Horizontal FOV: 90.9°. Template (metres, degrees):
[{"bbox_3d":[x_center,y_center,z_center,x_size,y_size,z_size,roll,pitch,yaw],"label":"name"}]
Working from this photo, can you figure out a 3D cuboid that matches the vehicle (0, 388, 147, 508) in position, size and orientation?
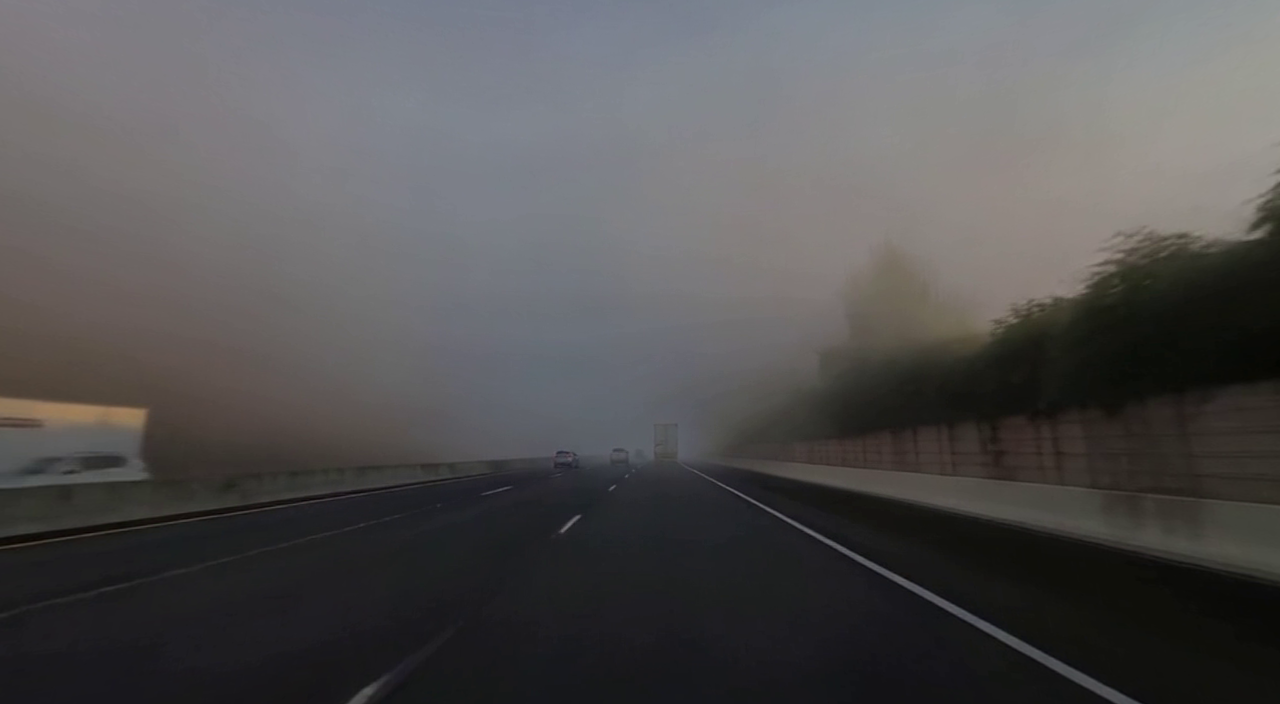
[{"bbox_3d":[-23.018,3.015,19.780,2.920,3.966,14.592,0,-9,2],"label":"vehicle"}]

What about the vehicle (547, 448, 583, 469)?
[{"bbox_3d":[-5.759,8.258,48.972,2.031,1.521,4.503,0,-9,2],"label":"vehicle"}]

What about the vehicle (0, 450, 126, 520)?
[{"bbox_3d":[-14.940,3.072,14.839,1.915,1.506,4.321,0,-9,2],"label":"vehicle"}]
